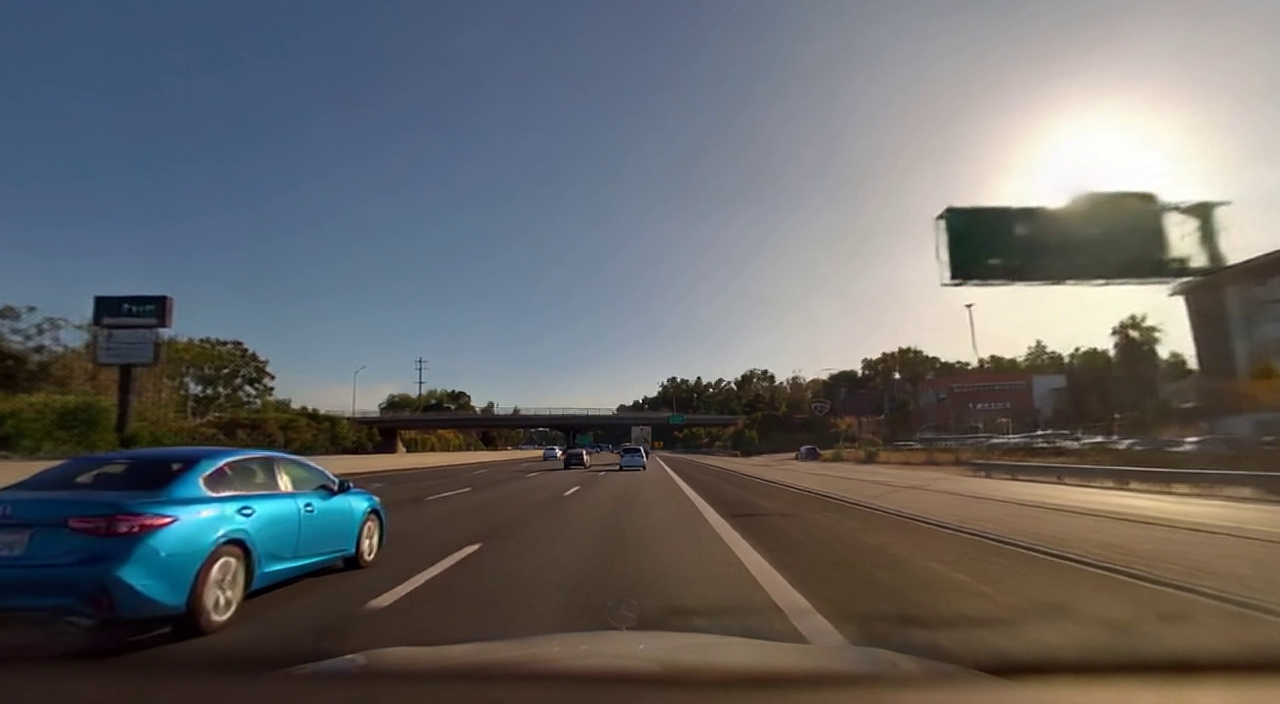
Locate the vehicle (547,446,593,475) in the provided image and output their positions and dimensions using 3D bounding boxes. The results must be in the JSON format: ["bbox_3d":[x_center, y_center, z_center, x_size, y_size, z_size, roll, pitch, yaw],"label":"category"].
[{"bbox_3d":[-4.089,6.412,37.461,2.071,1.553,4.388,0,-9,2],"label":"vehicle"}]

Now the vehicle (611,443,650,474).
[{"bbox_3d":[-0.495,6.156,36.651,2.102,1.692,4.057,0,-9,1],"label":"vehicle"}]
